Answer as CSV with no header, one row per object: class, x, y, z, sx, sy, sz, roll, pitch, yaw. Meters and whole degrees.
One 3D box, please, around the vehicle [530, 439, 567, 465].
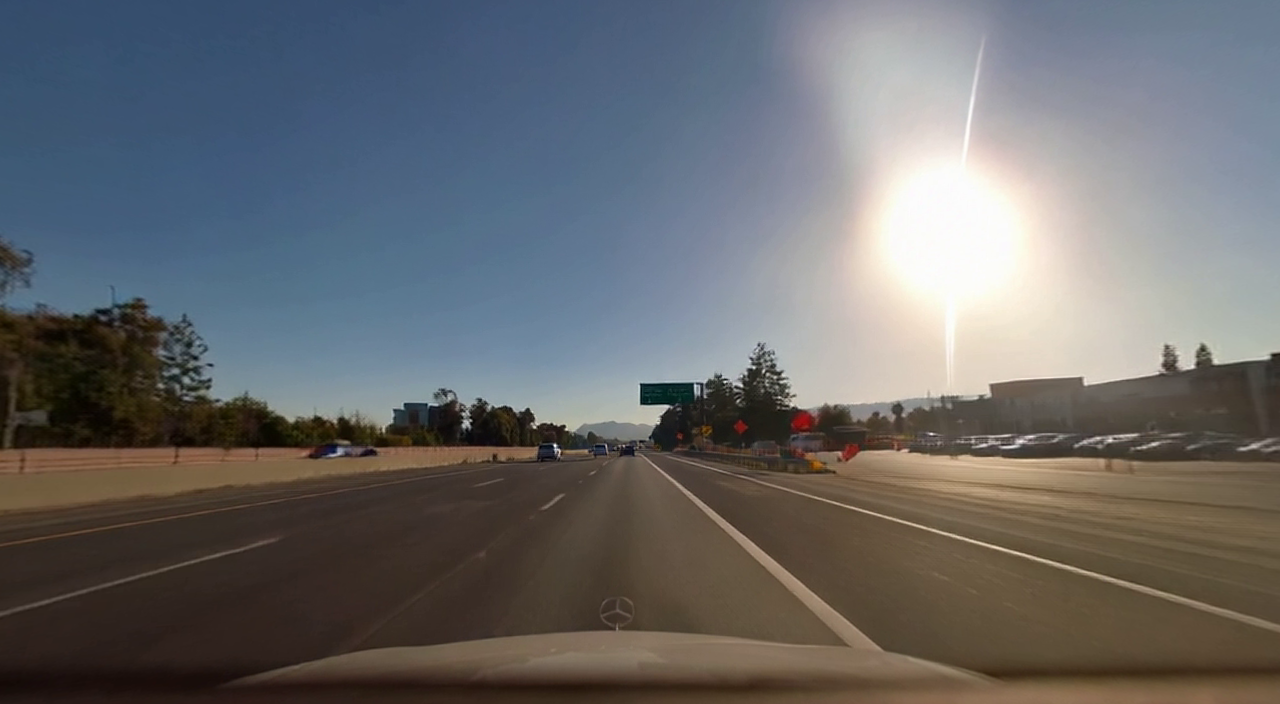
vehicle,-6.583,7.267,45.800,2.036,1.758,4.529,0,-9,0
